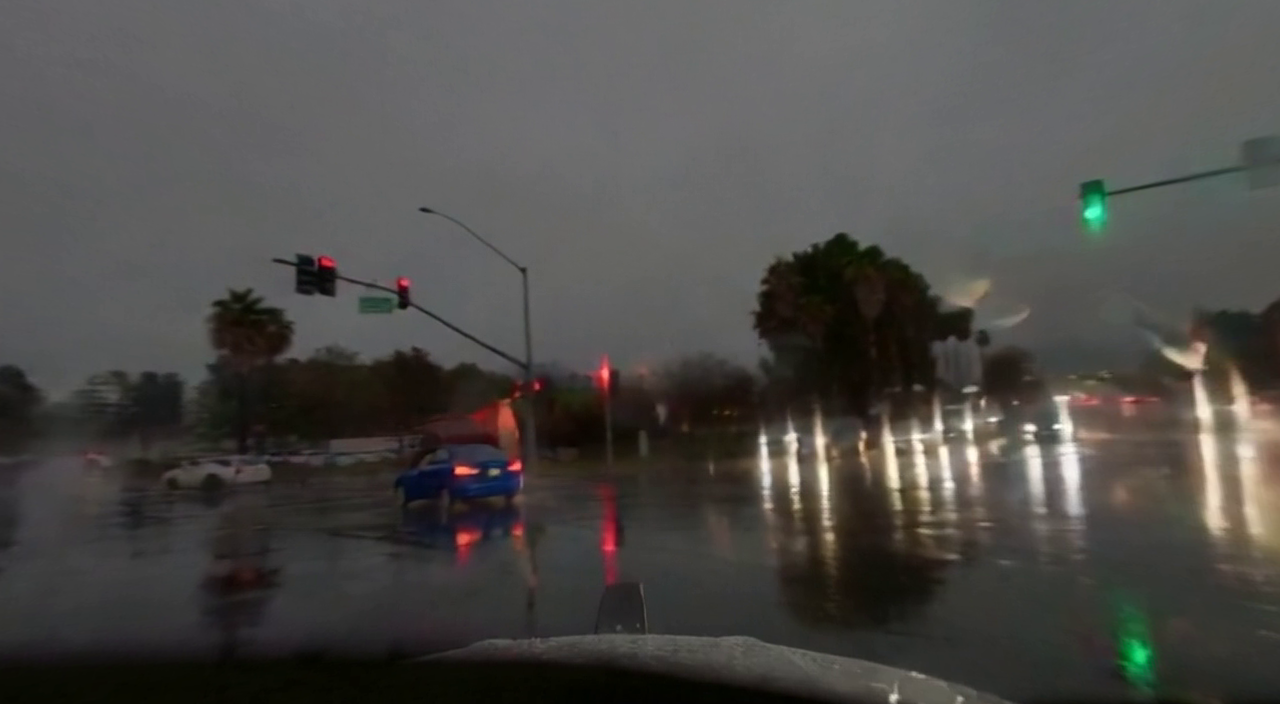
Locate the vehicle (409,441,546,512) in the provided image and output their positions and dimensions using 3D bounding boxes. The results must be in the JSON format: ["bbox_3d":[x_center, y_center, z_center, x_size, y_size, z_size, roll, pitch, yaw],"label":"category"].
[{"bbox_3d":[-4.161,2.977,15.708,2.089,1.471,4.206,5,-10,-32],"label":"vehicle"}]

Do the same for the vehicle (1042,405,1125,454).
[{"bbox_3d":[15.123,2.644,21.633,2.041,1.473,4.221,-6,-8,34],"label":"vehicle"}]

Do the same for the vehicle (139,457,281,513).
[{"bbox_3d":[-14.058,4.239,20.597,4.687,1.509,2.068,-6,-10,33],"label":"vehicle"}]

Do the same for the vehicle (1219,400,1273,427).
[{"bbox_3d":[47.307,4.859,49.427,2.027,1.848,5.158,-6,-10,33],"label":"vehicle"}]

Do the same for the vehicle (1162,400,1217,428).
[{"bbox_3d":[42.537,4.861,49.024,2.313,1.935,4.969,-6,-10,32],"label":"vehicle"}]

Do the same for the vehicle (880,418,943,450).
[{"bbox_3d":[13.578,4.112,31.416,1.973,1.474,4.495,-6,-10,33],"label":"vehicle"}]

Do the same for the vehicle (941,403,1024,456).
[{"bbox_3d":[12.686,2.891,23.305,2.187,1.740,4.022,-6,-10,33],"label":"vehicle"}]

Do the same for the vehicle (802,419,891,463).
[{"bbox_3d":[7.916,3.367,23.959,2.041,1.498,4.348,-6,-10,33],"label":"vehicle"}]

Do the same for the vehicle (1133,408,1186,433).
[{"bbox_3d":[33.325,4.450,40.633,1.977,1.449,4.254,-6,-10,31],"label":"vehicle"}]

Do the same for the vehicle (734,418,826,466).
[{"bbox_3d":[5.899,3.700,26.245,2.090,1.593,4.176,-9,-8,35],"label":"vehicle"}]
